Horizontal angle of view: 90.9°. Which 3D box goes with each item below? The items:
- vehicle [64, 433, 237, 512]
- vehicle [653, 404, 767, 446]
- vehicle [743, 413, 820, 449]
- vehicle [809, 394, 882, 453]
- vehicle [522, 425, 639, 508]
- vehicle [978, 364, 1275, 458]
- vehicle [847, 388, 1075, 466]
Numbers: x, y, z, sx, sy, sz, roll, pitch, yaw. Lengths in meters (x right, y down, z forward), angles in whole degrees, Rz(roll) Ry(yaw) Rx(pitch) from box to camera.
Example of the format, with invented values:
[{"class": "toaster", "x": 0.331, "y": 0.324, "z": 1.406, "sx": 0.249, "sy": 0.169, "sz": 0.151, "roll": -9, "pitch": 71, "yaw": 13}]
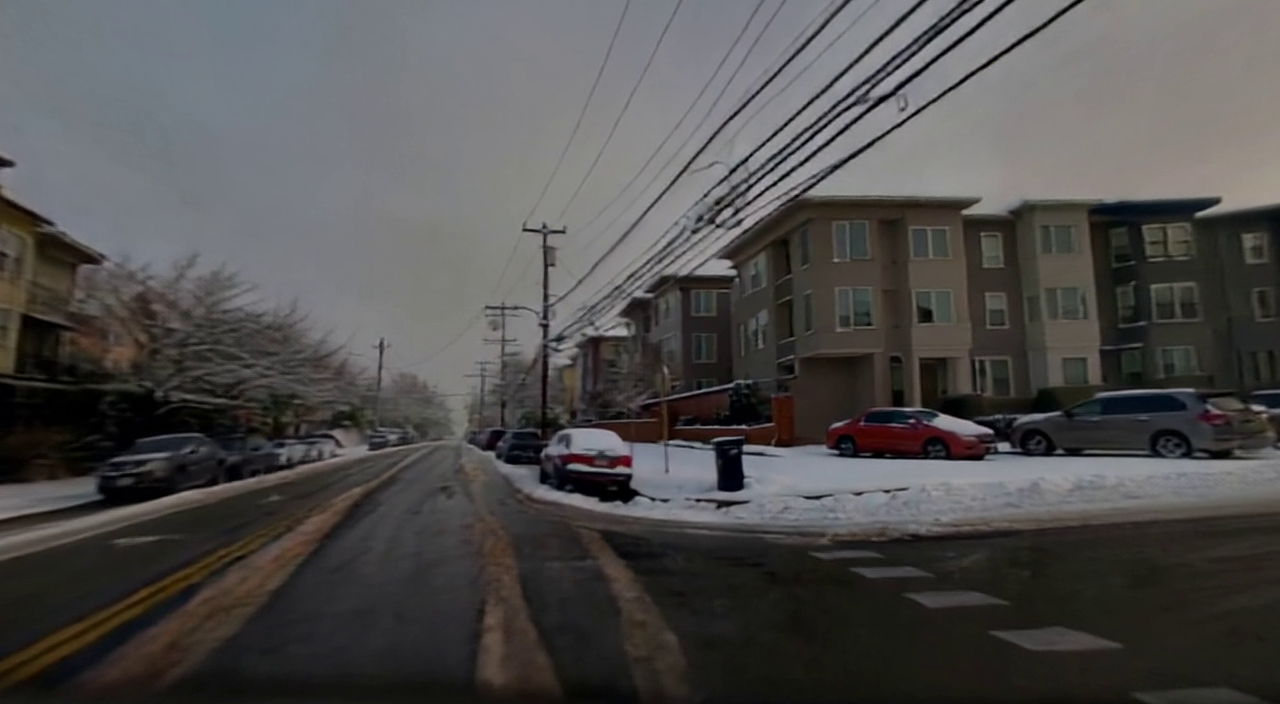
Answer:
[{"class": "vehicle", "x": -12.042, "y": 2.918, "z": 15.931, "sx": 1.913, "sy": 1.672, "sz": 4.267, "roll": 2, "pitch": -8, "yaw": -16}, {"class": "vehicle", "x": 3.255, "y": 3.641, "z": 30.783, "sx": 2.152, "sy": 1.875, "sz": 5.778, "roll": 6, "pitch": -10, "yaw": -35}, {"class": "vehicle", "x": 7.035, "y": 3.931, "z": 31.696, "sx": 1.754, "sy": 1.559, "sz": 3.567, "roll": 3, "pitch": -5, "yaw": -32}, {"class": "vehicle", "x": 6.788, "y": 2.408, "z": 20.712, "sx": 2.003, "sy": 1.695, "sz": 4.195, "roll": -3, "pitch": -9, "yaw": 19}, {"class": "vehicle", "x": -1.509, "y": 2.528, "z": 14.445, "sx": 1.914, "sy": 1.591, "sz": 3.892, "roll": 2, "pitch": -8, "yaw": -17}, {"class": "vehicle", "x": 11.932, "y": 1.614, "z": 15.950, "sx": 5.514, "sy": 1.976, "sz": 2.153, "roll": -7, "pitch": -11, "yaw": 40}, {"class": "vehicle", "x": 7.870, "y": 1.932, "z": 15.828, "sx": 4.648, "sy": 1.659, "sz": 1.897, "roll": -8, "pitch": -11, "yaw": 43}]
